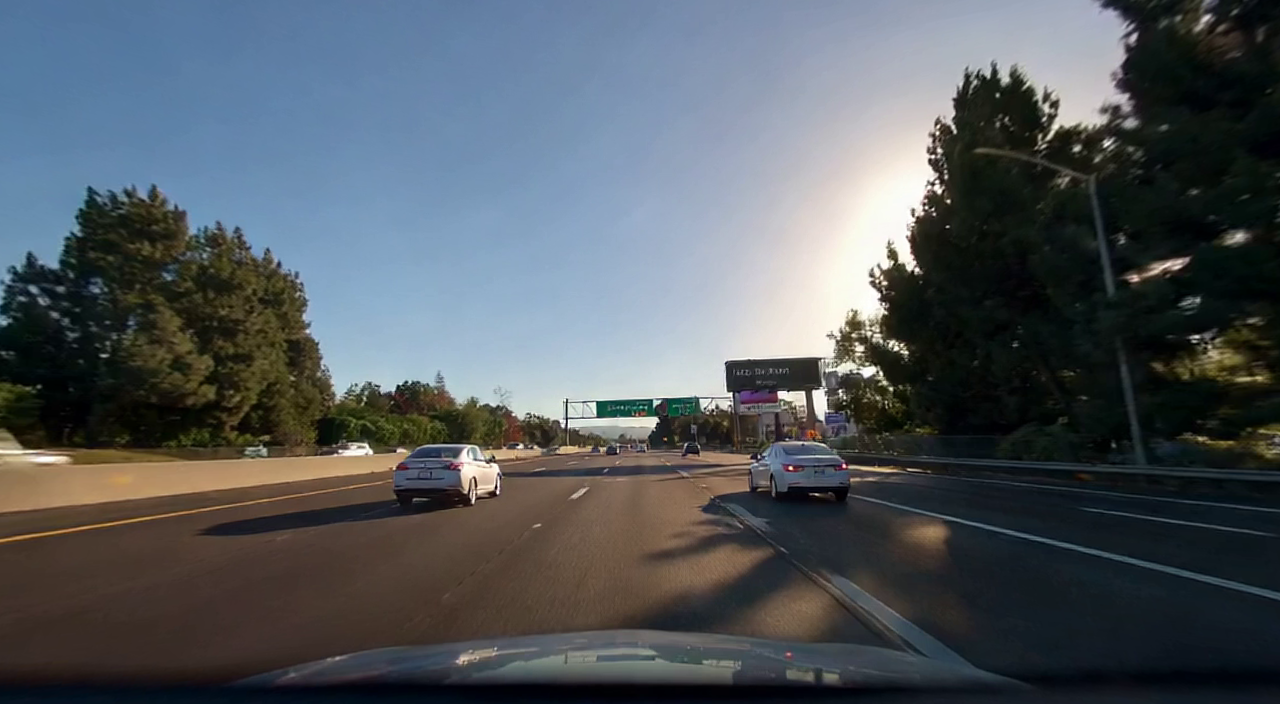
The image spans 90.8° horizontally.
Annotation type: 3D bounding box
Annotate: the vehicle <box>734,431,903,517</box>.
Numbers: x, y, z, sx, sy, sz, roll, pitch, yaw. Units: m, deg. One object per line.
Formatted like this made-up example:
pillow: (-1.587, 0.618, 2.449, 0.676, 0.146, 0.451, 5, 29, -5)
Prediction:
vehicle: (3.523, 2.521, 13.670, 2.164, 1.507, 4.914, 0, -8, -1)

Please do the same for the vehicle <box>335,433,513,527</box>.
vehicle: (-3.941, 2.387, 12.399, 1.939, 1.508, 4.272, 0, -8, 1)
